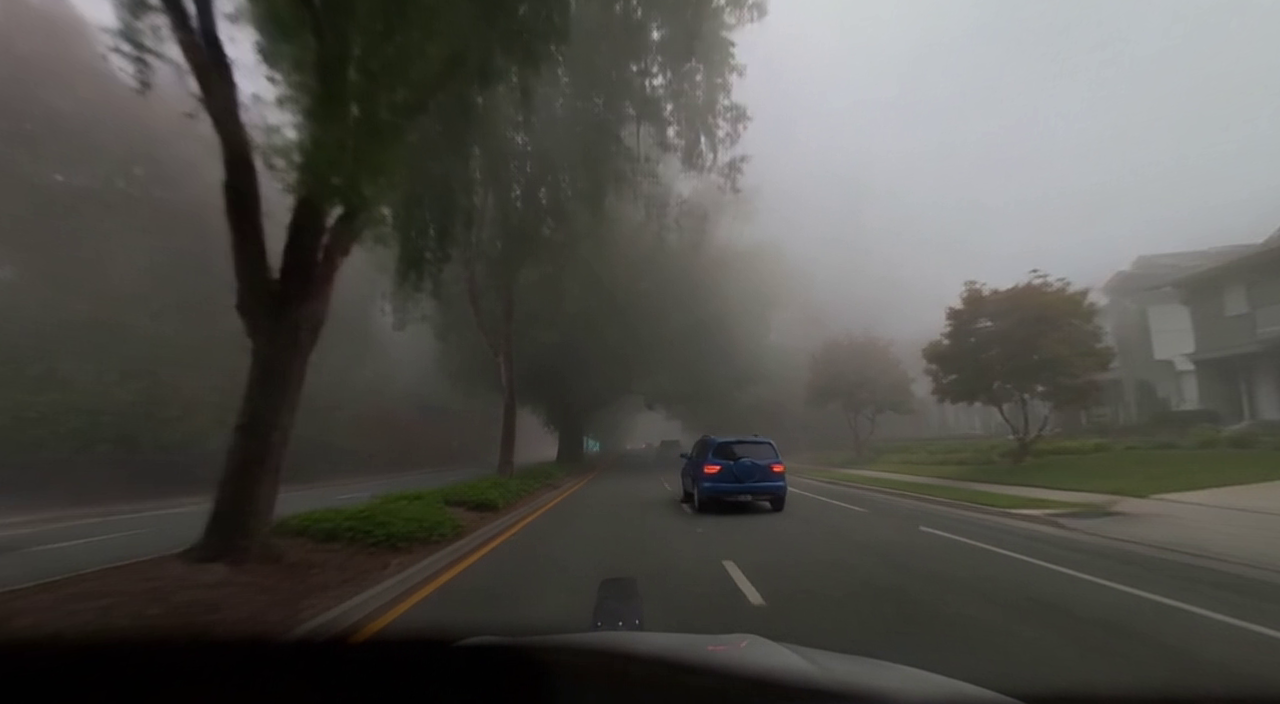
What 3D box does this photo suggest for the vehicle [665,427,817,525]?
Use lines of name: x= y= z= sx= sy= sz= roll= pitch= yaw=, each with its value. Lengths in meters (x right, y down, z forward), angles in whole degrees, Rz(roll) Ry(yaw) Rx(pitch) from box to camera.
vehicle: x=1.776 y=2.396 z=12.761 sx=2.066 sy=1.603 sz=4.475 roll=1 pitch=-9 yaw=-4
